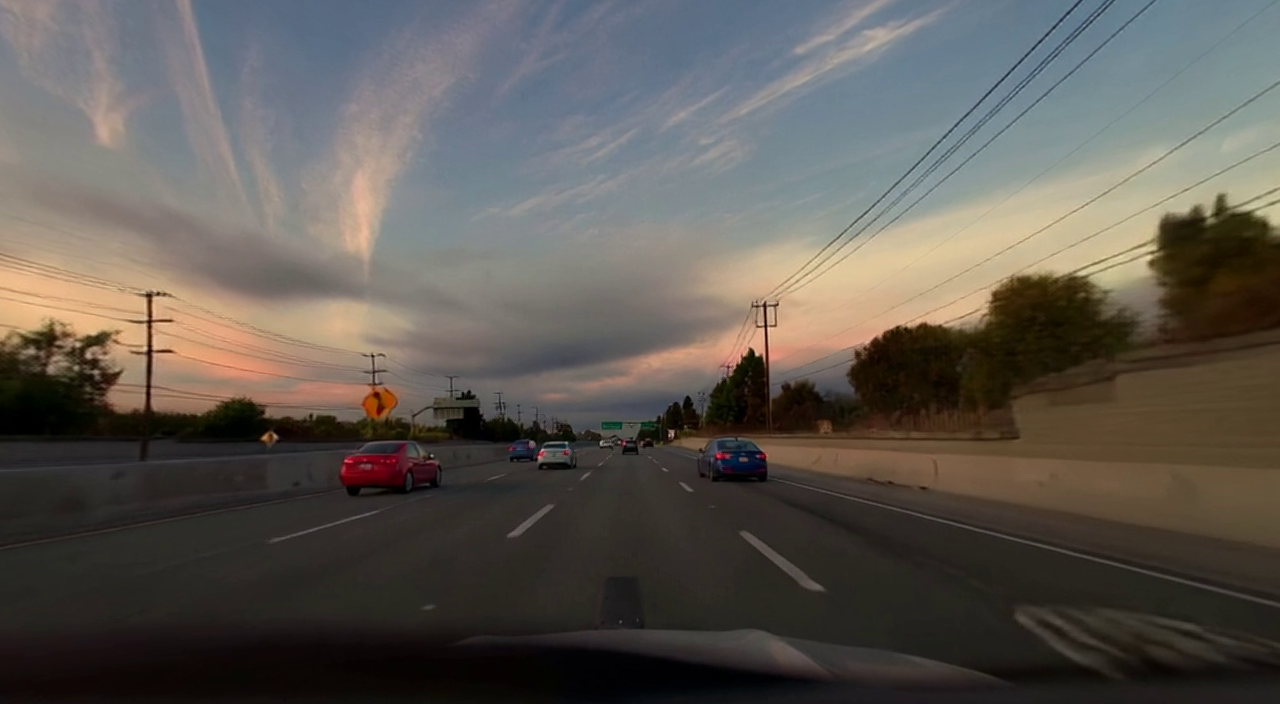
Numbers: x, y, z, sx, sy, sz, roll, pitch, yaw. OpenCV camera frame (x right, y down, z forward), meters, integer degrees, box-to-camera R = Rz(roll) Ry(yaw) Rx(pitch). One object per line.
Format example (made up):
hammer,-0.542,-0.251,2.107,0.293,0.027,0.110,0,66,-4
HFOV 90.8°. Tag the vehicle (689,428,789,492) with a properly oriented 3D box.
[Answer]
vehicle,2.774,3.159,18.855,2.100,1.659,4.387,0,-8,-3

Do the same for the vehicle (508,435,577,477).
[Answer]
vehicle,-3.746,4.107,25.148,2.066,1.488,4.377,0,-8,0

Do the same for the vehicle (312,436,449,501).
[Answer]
vehicle,-6.587,2.979,16.615,1.903,1.482,4.180,0,-8,-1
